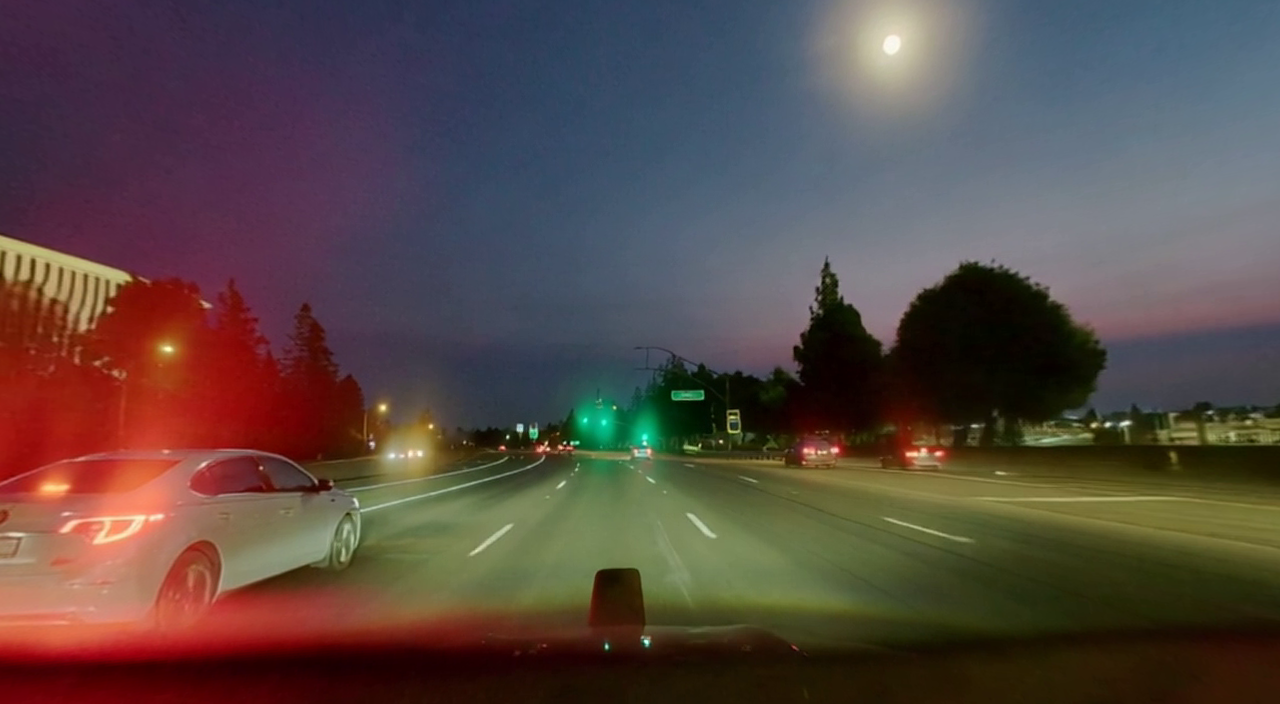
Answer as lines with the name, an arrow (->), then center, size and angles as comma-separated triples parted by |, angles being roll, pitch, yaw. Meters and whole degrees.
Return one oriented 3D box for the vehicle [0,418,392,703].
vehicle -> -3.999, 1.399, 5.394 | 2.018, 1.476, 4.364 | 0, -8, -1
